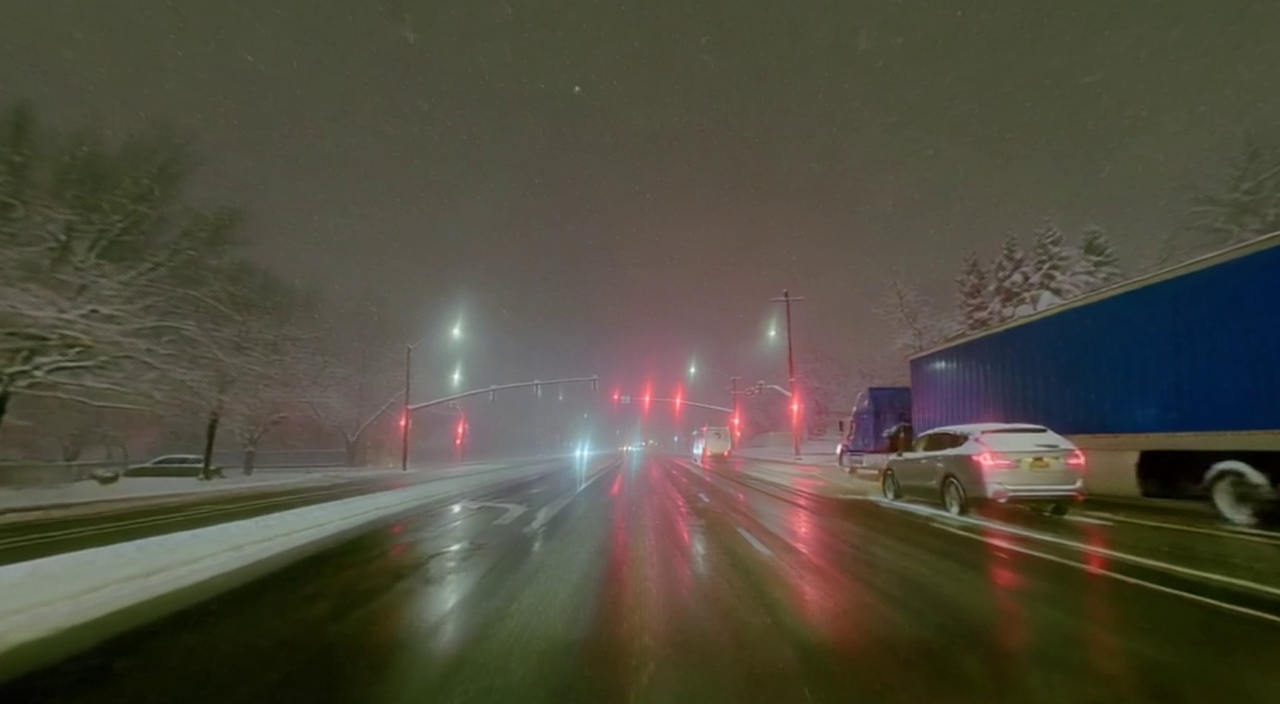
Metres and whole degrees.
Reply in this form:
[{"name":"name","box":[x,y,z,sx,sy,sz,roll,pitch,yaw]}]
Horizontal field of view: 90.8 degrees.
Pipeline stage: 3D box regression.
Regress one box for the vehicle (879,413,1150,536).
[{"name":"vehicle","box":[6.357,2.144,11.585,2.012,1.754,4.635,0,-9,-1]}]

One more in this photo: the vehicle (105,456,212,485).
[{"name":"vehicle","box":[-27.691,6.802,36.525,4.505,1.457,2.003,3,-9,-25]}]

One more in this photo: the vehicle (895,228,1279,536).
[{"name":"vehicle","box":[10.351,1.089,13.310,2.975,4.201,17.050,0,-8,0]}]
